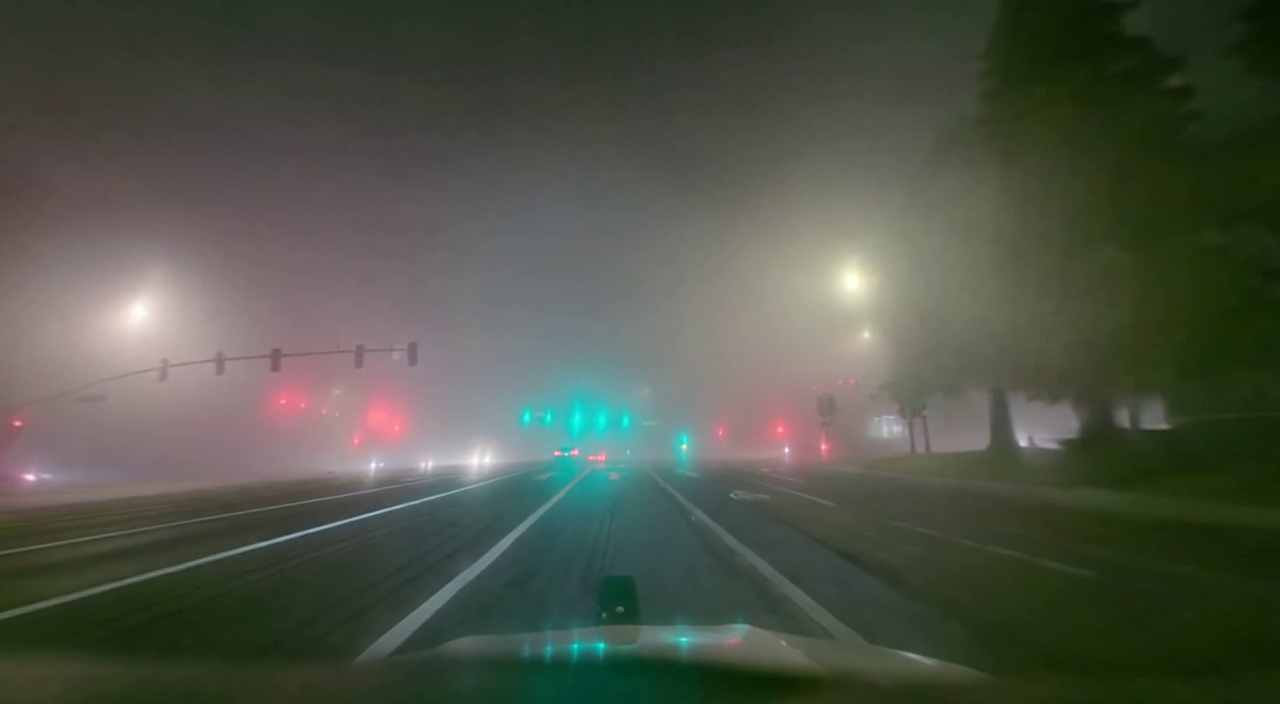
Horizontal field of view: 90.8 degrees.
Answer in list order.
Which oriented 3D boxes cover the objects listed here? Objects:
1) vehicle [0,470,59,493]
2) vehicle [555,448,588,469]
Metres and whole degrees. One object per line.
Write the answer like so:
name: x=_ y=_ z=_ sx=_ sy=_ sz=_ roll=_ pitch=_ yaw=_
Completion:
vehicle: x=-48.601 y=10.051 z=49.078 sx=4.801 sy=1.625 sz=2.063 roll=0 pitch=-8 yaw=-1
vehicle: x=-5.018 y=7.912 z=46.974 sx=2.073 sy=1.445 sz=4.151 roll=0 pitch=-8 yaw=-2
